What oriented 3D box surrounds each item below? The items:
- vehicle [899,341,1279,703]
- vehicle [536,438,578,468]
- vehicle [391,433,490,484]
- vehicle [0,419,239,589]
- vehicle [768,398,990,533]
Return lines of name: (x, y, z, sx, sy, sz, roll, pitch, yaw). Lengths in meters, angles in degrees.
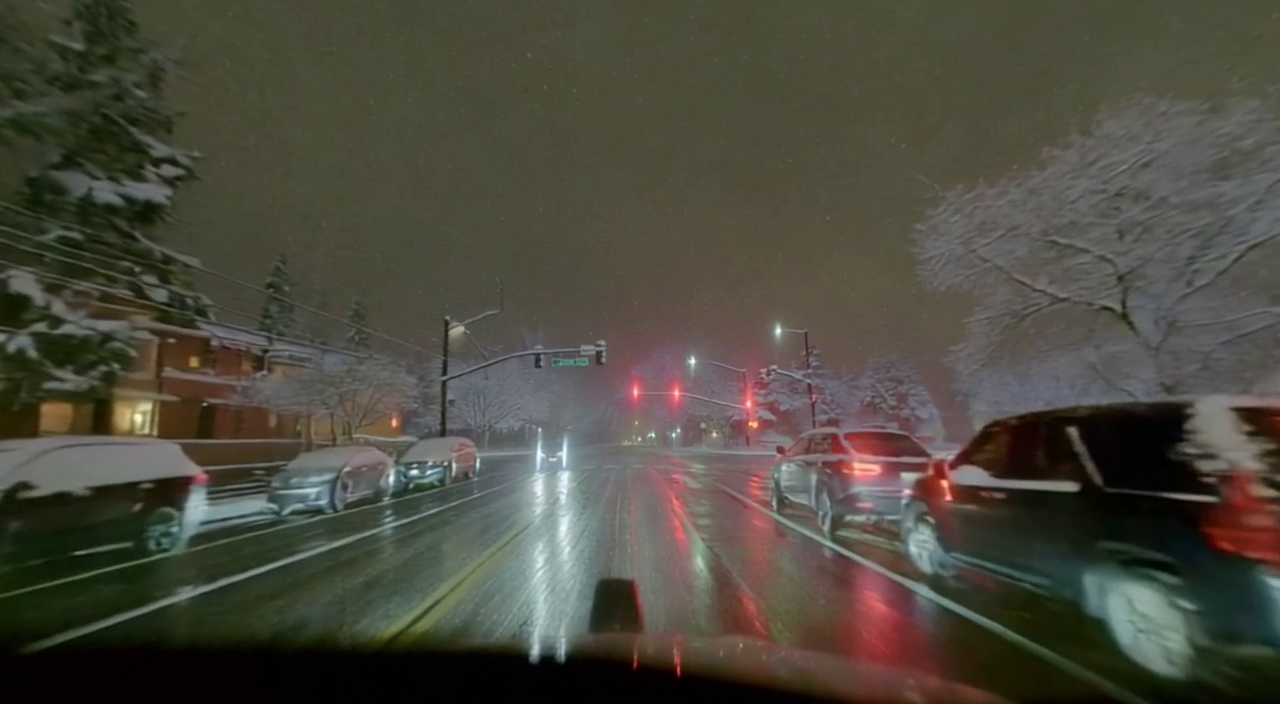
vehicle: (3.771, 1.129, 4.549, 1.908, 1.788, 4.397, 1, -8, 0)
vehicle: (-4.360, 5.368, 33.556, 1.971, 1.497, 4.285, 1, -9, -4)
vehicle: (-7.612, 4.131, 24.691, 2.150, 1.766, 5.483, 0, -9, -1)
vehicle: (-7.594, 1.802, 8.081, 1.994, 1.718, 4.518, 0, -9, -2)
vehicle: (3.875, 1.960, 11.281, 2.063, 1.904, 4.531, 0, -9, -2)
